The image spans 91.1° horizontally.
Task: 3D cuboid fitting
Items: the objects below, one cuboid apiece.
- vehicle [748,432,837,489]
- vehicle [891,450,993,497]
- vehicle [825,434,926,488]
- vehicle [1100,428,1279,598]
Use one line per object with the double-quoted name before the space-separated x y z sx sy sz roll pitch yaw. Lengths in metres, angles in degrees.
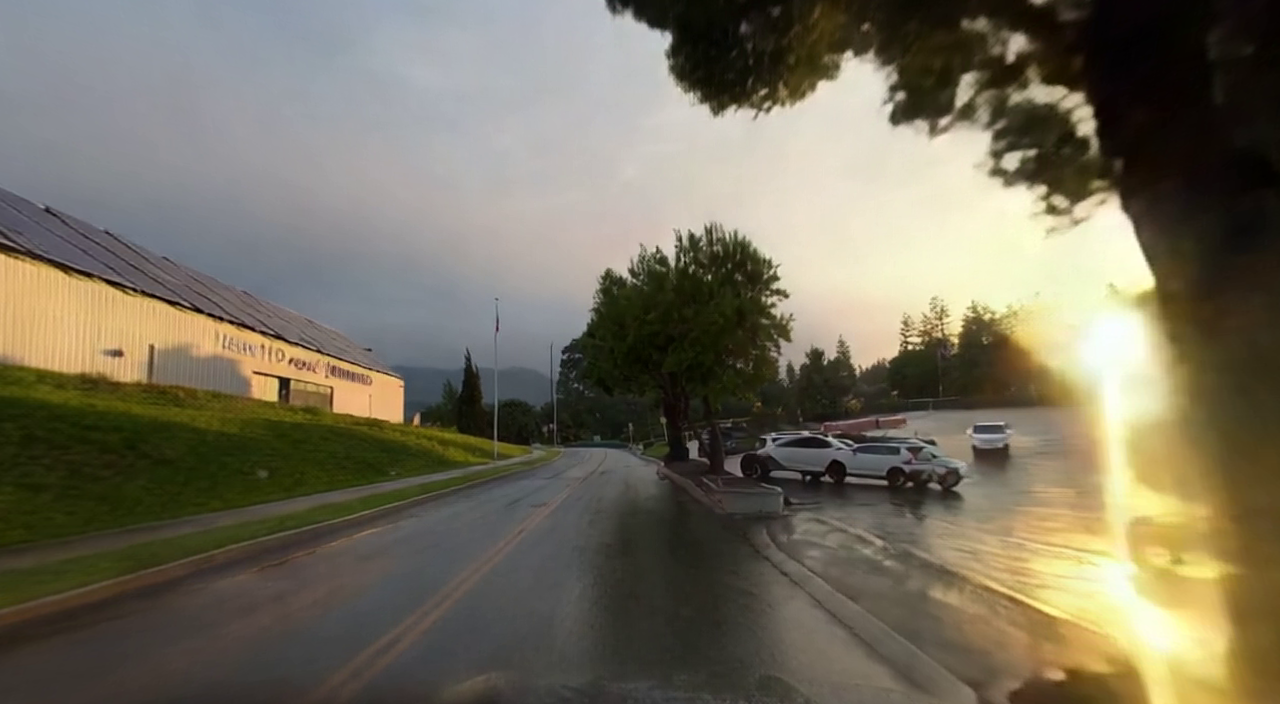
"vehicle" 5.476 3.951 23.127 1.977 1.860 4.237 0 -9 -3
"vehicle" 10.768 4.320 22.747 1.819 1.494 3.834 0 -9 1
"vehicle" 8.257 3.866 22.547 1.924 1.713 4.627 0 -9 2
"vehicle" 8.486 1.875 7.374 2.113 1.945 4.546 2 -9 -13
